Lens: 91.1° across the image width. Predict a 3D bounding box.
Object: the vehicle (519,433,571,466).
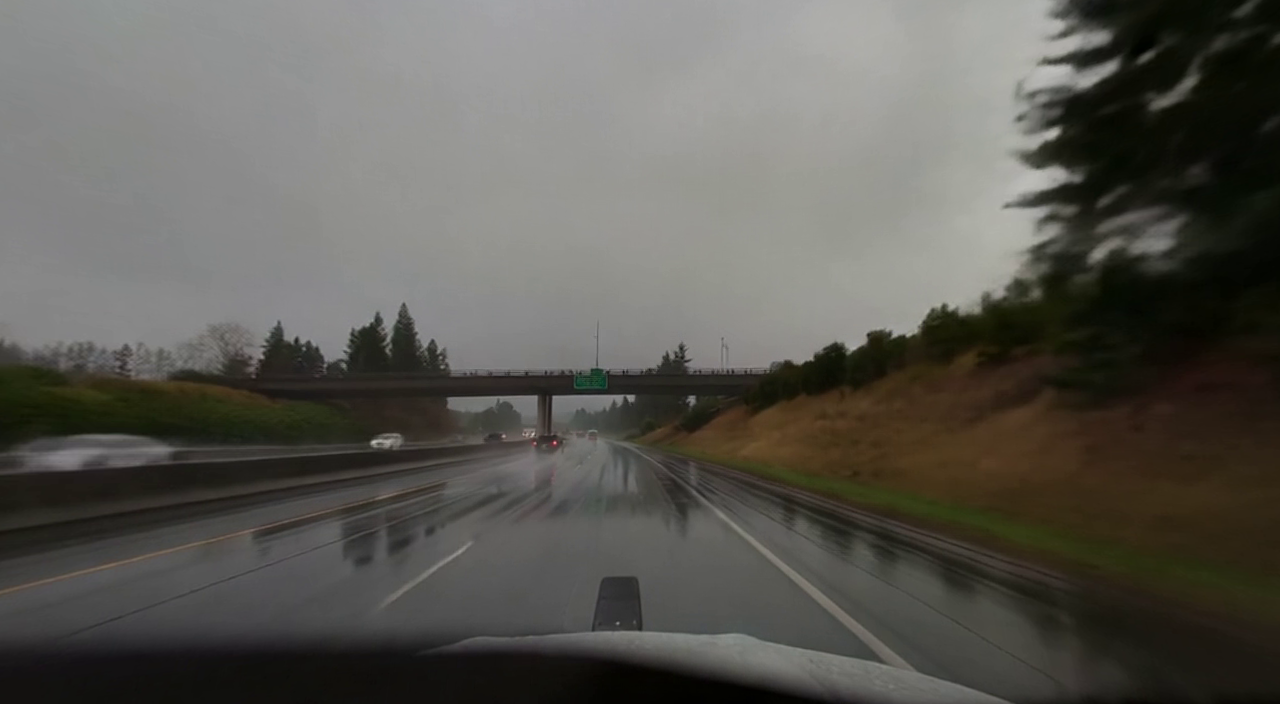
[{"bbox_3d":[-4.698,4.842,31.580,2.005,1.509,4.260,0,-8,-1],"label":"vehicle"}]
